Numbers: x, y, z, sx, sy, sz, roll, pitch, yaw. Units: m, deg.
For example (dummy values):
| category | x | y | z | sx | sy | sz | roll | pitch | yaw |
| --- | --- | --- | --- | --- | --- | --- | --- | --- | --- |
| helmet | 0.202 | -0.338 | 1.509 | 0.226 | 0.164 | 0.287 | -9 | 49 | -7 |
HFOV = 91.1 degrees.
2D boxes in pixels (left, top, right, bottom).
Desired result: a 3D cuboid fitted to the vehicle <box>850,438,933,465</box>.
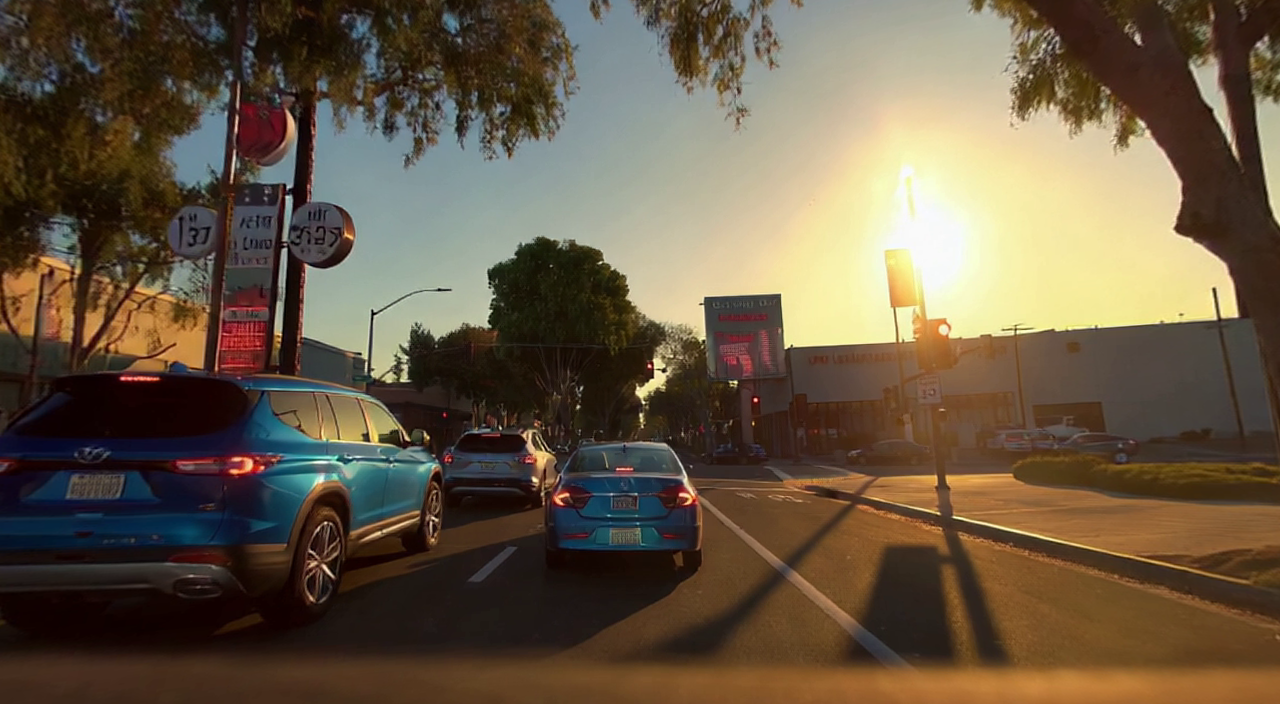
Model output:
| category | x | y | z | sx | sy | sz | roll | pitch | yaw |
| --- | --- | --- | --- | --- | --- | --- | --- | --- | --- |
| vehicle | 14.224 | 5.671 | 35.704 | 3.924 | 1.447 | 2.039 | -2 | -9 | 9 |

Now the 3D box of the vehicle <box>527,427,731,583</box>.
| category | x | y | z | sx | sy | sz | roll | pitch | yaw |
| --- | --- | --- | --- | --- | --- | --- | --- | --- | --- |
| vehicle | -0.147 | 1.784 | 8.198 | 1.966 | 1.481 | 4.146 | 0 | -8 | -1 |

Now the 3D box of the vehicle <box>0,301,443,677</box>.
| category | x | y | z | sx | sy | sz | roll | pitch | yaw |
| --- | --- | --- | --- | --- | --- | --- | --- | --- | --- |
| vehicle | -3.831 | 1.120 | 6.124 | 2.152 | 2.118 | 5.066 | 0 | -8 | 0 |

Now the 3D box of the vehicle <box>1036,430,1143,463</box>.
| category | x | y | z | sx | sy | sz | roll | pitch | yaw |
| --- | --- | --- | --- | --- | --- | --- | --- | --- | --- |
| vehicle | 24.455 | 5.181 | 34.326 | 4.116 | 1.719 | 2.069 | -2 | -9 | 13 |

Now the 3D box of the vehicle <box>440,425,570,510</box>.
| category | x | y | z | sx | sy | sz | roll | pitch | yaw |
| --- | --- | --- | --- | --- | --- | --- | --- | --- | --- |
| vehicle | -2.927 | 2.603 | 14.611 | 2.047 | 1.664 | 4.148 | 0 | -8 | 1 |
